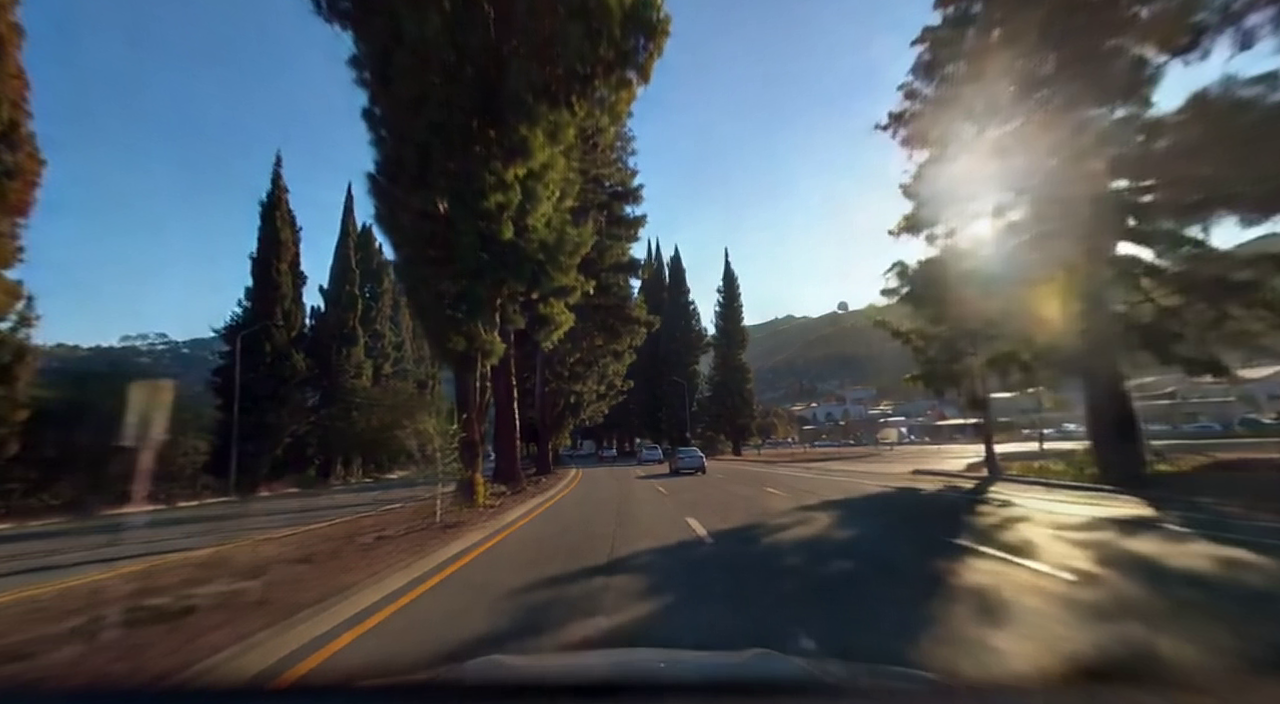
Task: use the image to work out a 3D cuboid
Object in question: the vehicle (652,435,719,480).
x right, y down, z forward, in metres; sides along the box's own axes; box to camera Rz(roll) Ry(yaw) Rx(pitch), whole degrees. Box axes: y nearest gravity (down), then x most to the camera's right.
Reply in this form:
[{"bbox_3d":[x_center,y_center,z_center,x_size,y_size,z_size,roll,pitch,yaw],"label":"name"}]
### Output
[{"bbox_3d":[1.849,4.509,27.194,2.253,1.756,4.313,0,-8,-4],"label":"vehicle"}]
